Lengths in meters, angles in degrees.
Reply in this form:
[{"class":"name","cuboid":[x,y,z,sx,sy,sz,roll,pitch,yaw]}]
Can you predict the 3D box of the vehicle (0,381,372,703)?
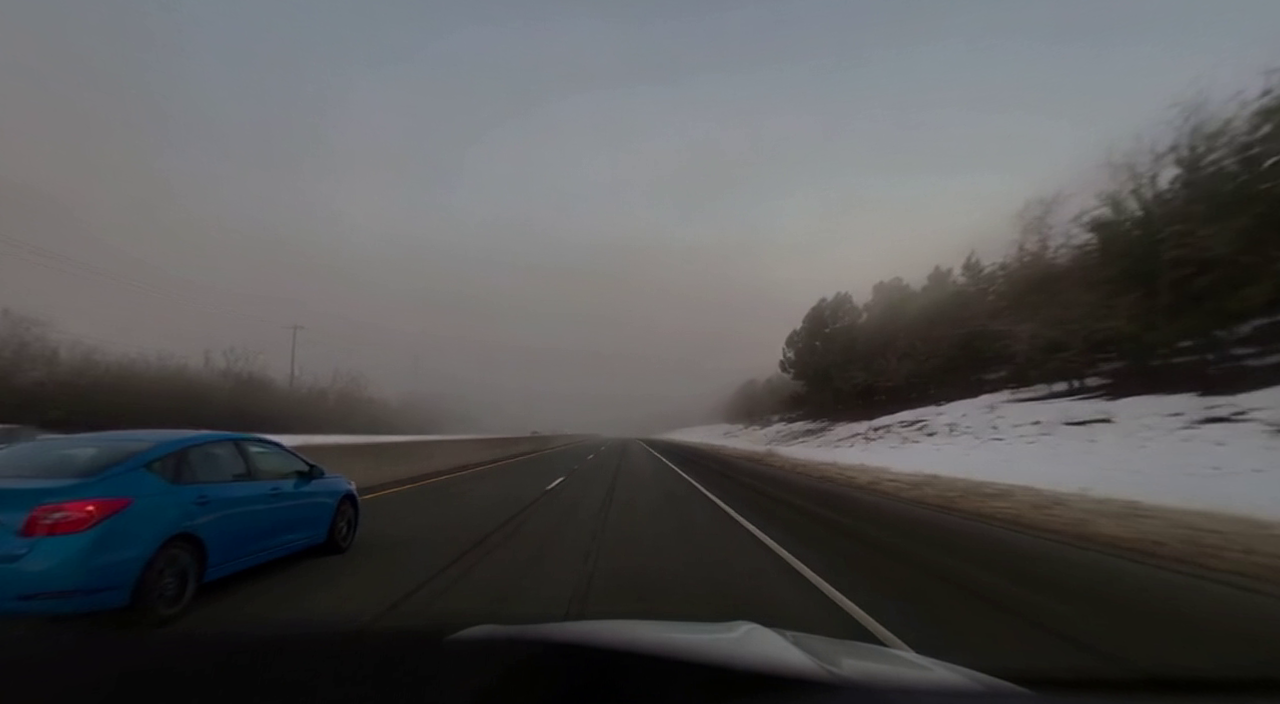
[{"class":"vehicle","cuboid":[-3.930,1.164,4.821,1.999,1.536,3.969,0,-8,0]}]
